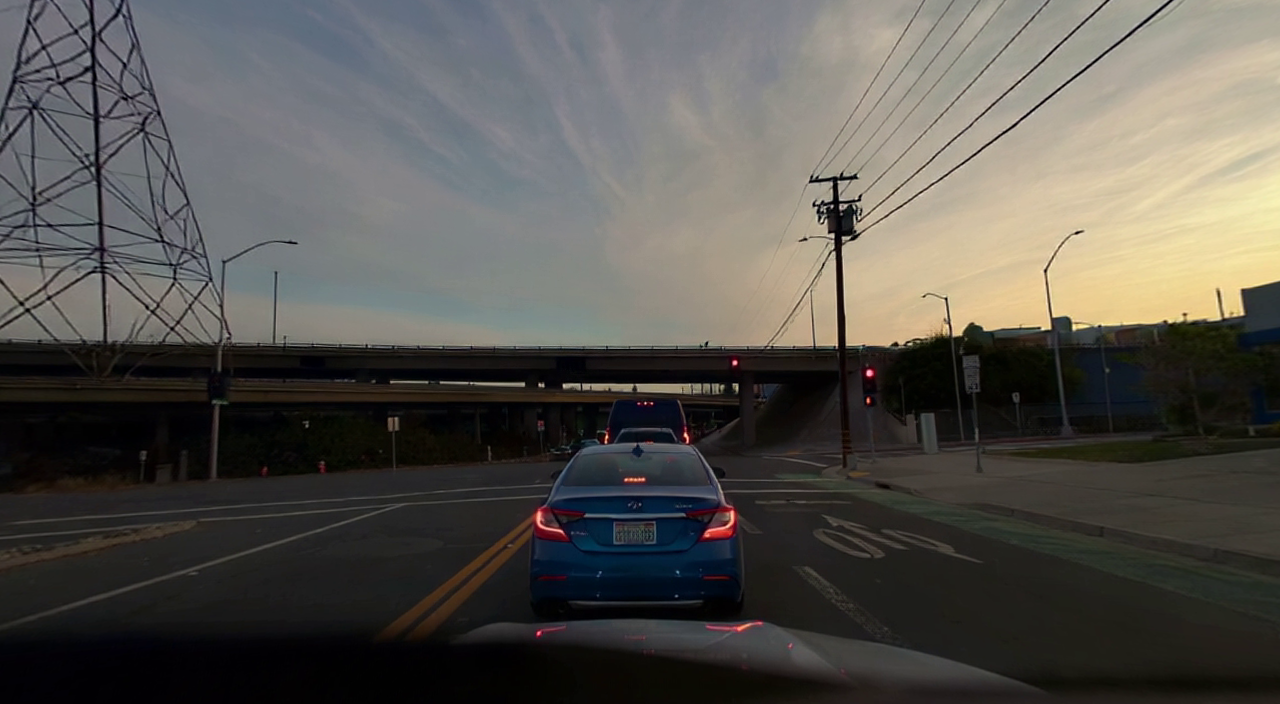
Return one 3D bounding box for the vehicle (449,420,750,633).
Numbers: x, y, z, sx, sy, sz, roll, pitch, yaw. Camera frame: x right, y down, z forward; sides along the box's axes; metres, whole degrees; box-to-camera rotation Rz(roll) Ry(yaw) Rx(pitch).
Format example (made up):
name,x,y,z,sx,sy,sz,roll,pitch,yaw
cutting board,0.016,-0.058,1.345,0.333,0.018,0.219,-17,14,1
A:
name,x,y,z,sx,sy,sz,roll,pitch,yaw
vehicle,-0.248,1.525,6.462,2.090,1.458,4.033,-1,-9,1
